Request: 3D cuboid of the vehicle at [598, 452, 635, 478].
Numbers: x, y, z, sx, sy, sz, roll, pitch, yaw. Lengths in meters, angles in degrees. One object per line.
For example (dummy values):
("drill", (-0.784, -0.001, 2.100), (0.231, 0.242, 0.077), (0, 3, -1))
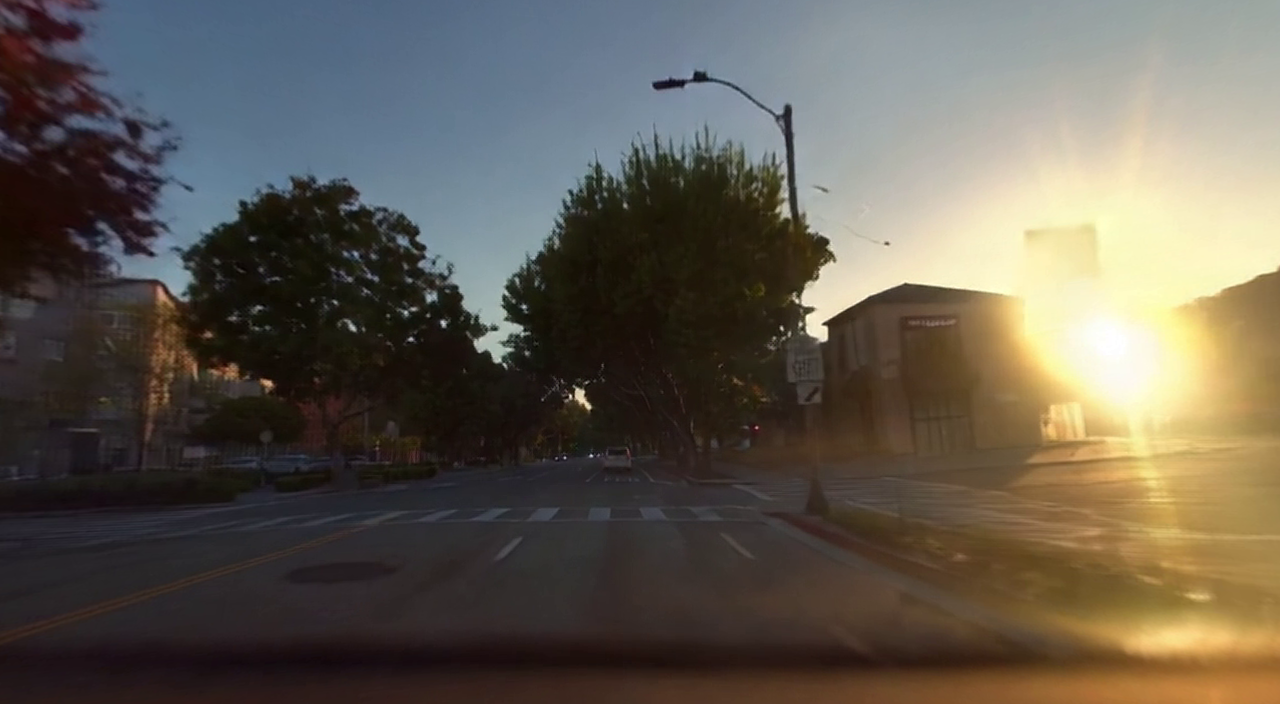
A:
("vehicle", (-1.408, 6.918, 38.811), (2.131, 1.474, 4.146), (0, -9, -2))
